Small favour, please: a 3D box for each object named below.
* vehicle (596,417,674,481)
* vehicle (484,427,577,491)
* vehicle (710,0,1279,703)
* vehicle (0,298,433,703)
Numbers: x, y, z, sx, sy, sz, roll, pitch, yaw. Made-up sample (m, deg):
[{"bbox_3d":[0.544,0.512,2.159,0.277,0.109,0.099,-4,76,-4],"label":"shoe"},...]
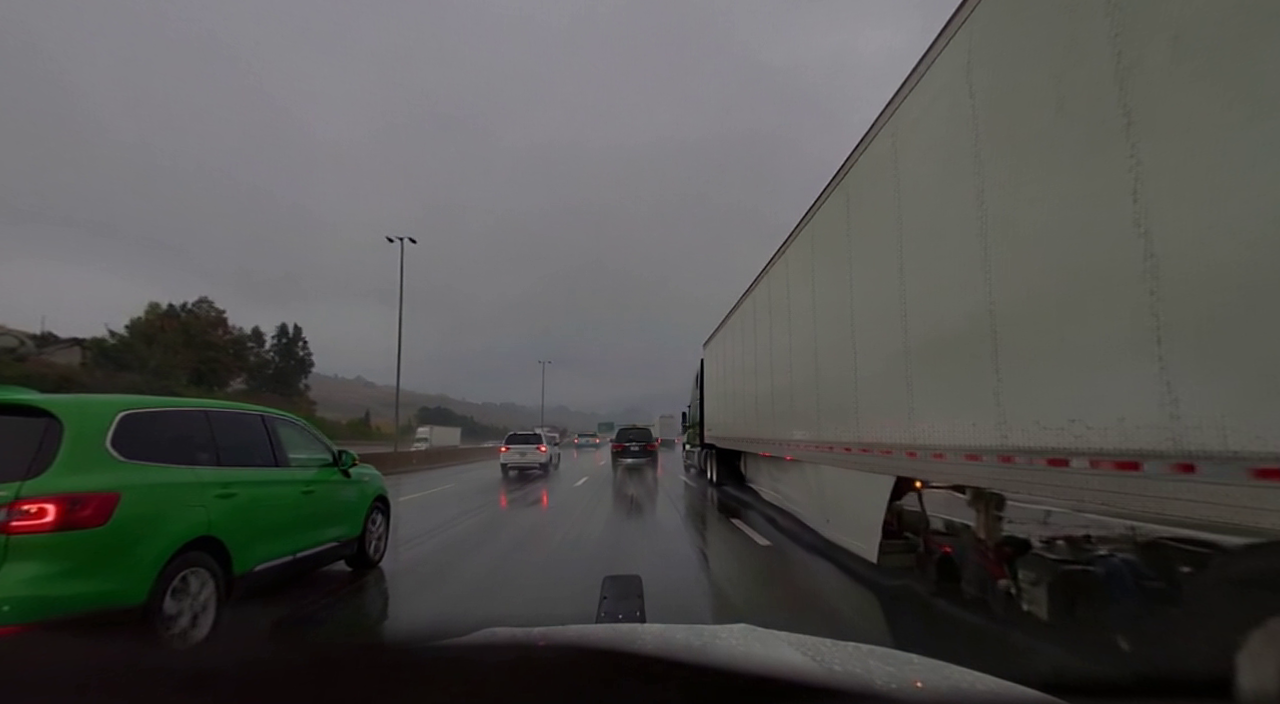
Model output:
[{"bbox_3d":[-0.197,3.832,24.945,2.704,2.216,5.804,0,-8,0],"label":"vehicle"},{"bbox_3d":[-3.361,3.406,20.351,2.120,1.812,4.659,0,-8,1],"label":"vehicle"},{"bbox_3d":[3.490,0.530,9.095,2.852,4.121,16.210,0,-8,-1],"label":"vehicle"},{"bbox_3d":[-3.285,1.015,4.080,2.193,1.803,4.958,0,-8,0],"label":"vehicle"}]
